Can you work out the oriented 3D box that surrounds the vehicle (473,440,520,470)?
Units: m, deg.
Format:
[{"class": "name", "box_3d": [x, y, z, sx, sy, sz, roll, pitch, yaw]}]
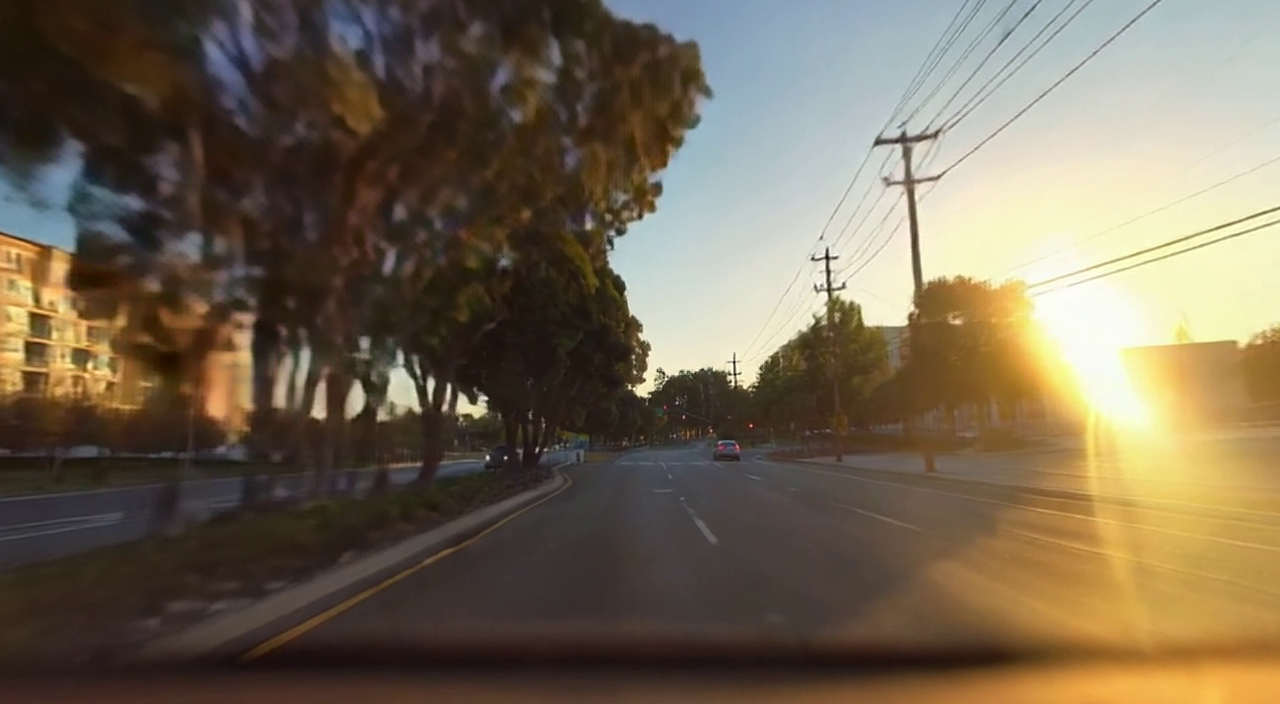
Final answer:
[{"class": "vehicle", "box_3d": [-9.575, 6.912, 42.471, 2.041, 1.829, 4.797, 0, -8, 0]}]

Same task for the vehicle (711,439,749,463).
[{"class": "vehicle", "box_3d": [5.810, 6.426, 41.071, 1.908, 1.476, 3.880, 0, -8, 0]}]
